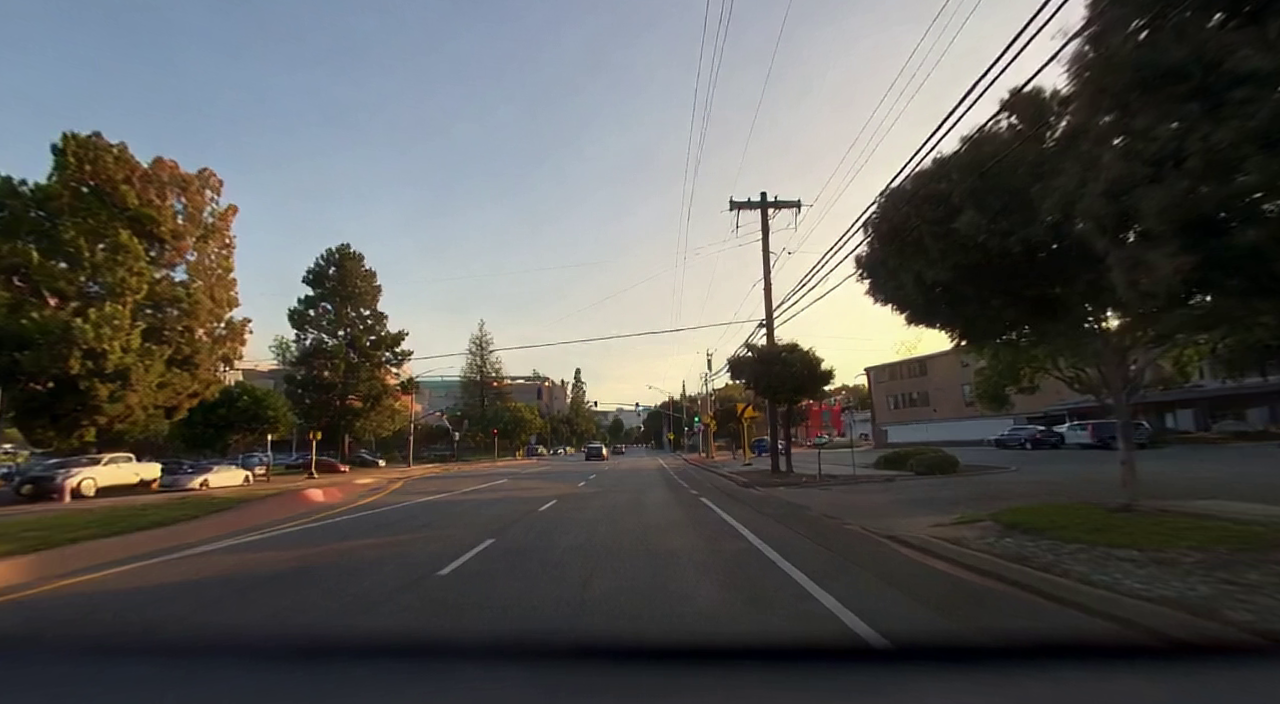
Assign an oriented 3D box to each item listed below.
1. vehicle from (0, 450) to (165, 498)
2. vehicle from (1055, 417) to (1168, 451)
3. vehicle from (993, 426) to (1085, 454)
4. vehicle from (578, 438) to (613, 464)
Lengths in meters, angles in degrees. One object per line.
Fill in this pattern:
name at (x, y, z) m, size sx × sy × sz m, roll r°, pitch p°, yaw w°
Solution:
vehicle at (-24.595, 5.323, 27.849) m, size 5.887 × 1.894 × 2.329 m, roll -2°, pitch -9°, yaw 13°
vehicle at (25.616, 4.471, 34.348) m, size 4.690 × 1.742 × 2.008 m, roll 1°, pitch -7°, yaw -4°
vehicle at (25.275, 5.591, 40.051) m, size 4.461 × 1.695 × 1.999 m, roll 0°, pitch -7°, yaw 0°
vehicle at (-3.300, 7.466, 47.781) m, size 2.229 × 1.821 × 4.681 m, roll 0°, pitch -8°, yaw 0°
